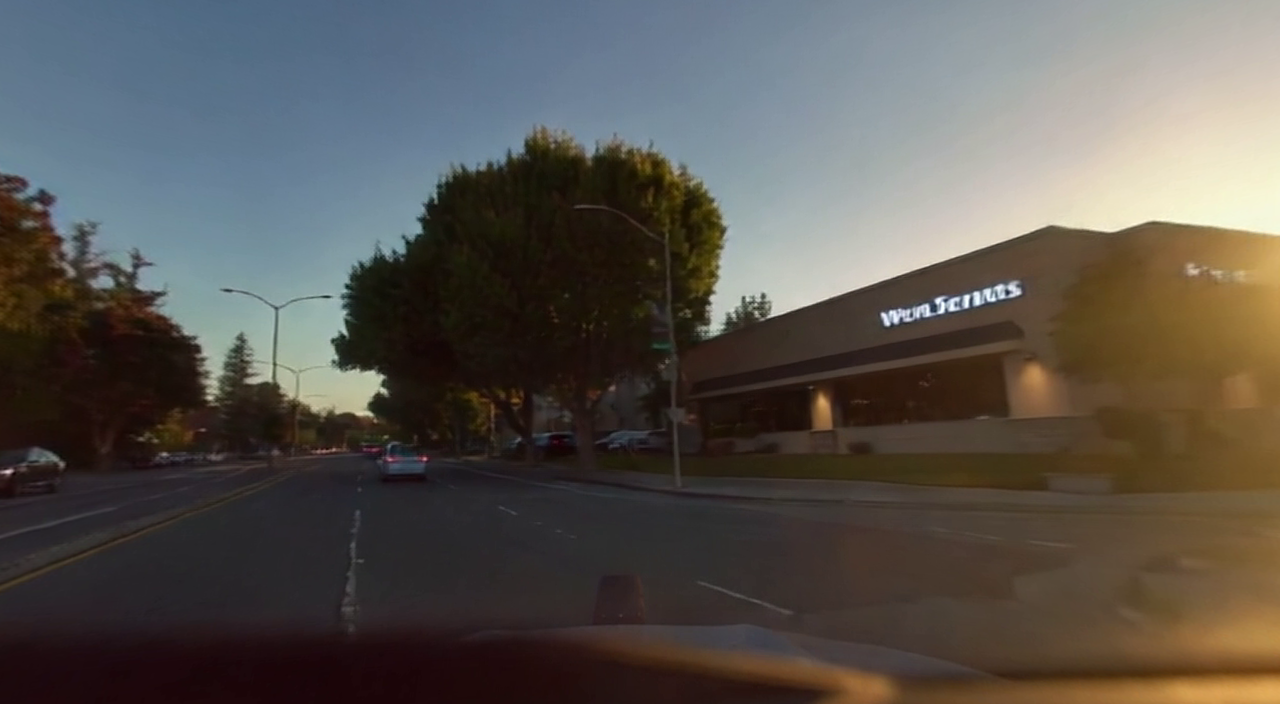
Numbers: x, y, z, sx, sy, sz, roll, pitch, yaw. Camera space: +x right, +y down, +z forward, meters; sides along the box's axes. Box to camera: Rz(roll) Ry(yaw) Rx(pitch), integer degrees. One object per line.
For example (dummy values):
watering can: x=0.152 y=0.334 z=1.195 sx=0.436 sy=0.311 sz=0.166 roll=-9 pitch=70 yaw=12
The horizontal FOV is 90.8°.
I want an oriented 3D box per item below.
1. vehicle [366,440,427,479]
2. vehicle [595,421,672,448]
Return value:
vehicle: x=-11.413 y=4.943 z=29.450 sx=2.197 sy=1.642 sz=4.312 roll=4 pitch=-9 yaw=-26
vehicle: x=-0.432 y=5.735 z=43.653 sx=4.851 sy=1.737 sz=2.189 roll=4 pitch=-9 yaw=-27
